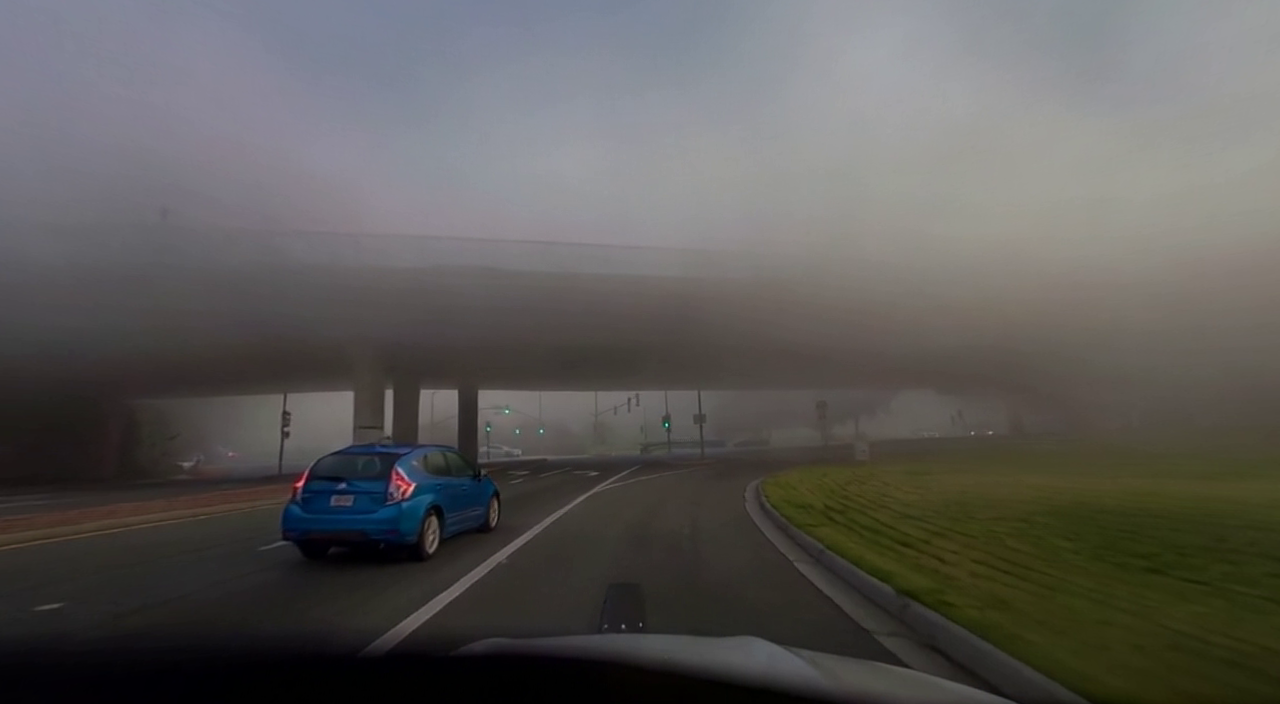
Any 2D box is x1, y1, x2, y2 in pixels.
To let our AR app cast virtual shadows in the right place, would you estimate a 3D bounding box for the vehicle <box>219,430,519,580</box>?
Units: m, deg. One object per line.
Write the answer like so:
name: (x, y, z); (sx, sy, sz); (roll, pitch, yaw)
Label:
vehicle: (-3.146, 1.884, 8.618); (1.963, 1.460, 4.614); (0, -9, 1)
